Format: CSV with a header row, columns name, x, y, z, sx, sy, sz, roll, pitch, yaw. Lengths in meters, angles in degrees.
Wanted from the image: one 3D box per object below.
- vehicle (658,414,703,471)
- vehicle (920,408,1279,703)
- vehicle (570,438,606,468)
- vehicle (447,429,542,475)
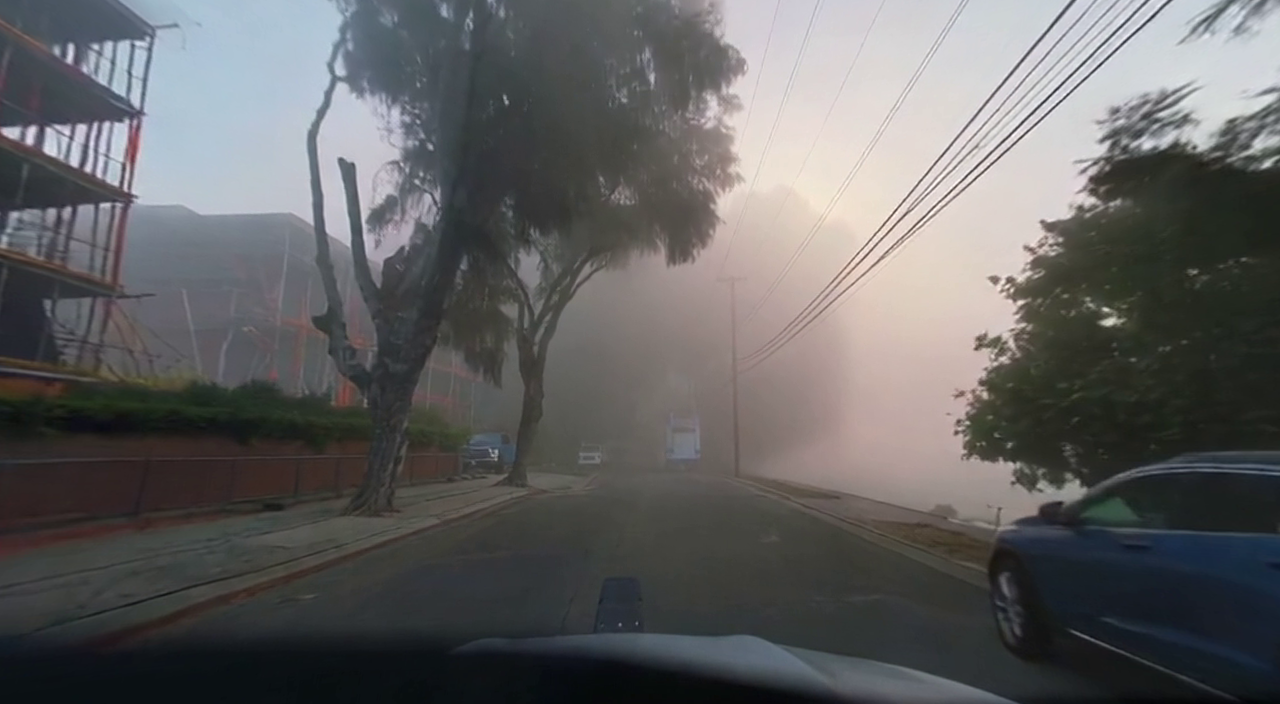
name,x,y,z,sx,sy,sz,roll,pitch,yaw
vehicle,3.152,7.129,49.490,2.915,3.793,9.963,4,-8,4
vehicle,3.407,1.127,3.252,1.938,1.557,4.125,0,-9,-1
vehicle,-3.966,7.767,48.828,2.171,1.910,4.789,-2,-4,3
vehicle,-6.467,4.562,28.913,2.238,1.895,5.648,-2,-9,9
